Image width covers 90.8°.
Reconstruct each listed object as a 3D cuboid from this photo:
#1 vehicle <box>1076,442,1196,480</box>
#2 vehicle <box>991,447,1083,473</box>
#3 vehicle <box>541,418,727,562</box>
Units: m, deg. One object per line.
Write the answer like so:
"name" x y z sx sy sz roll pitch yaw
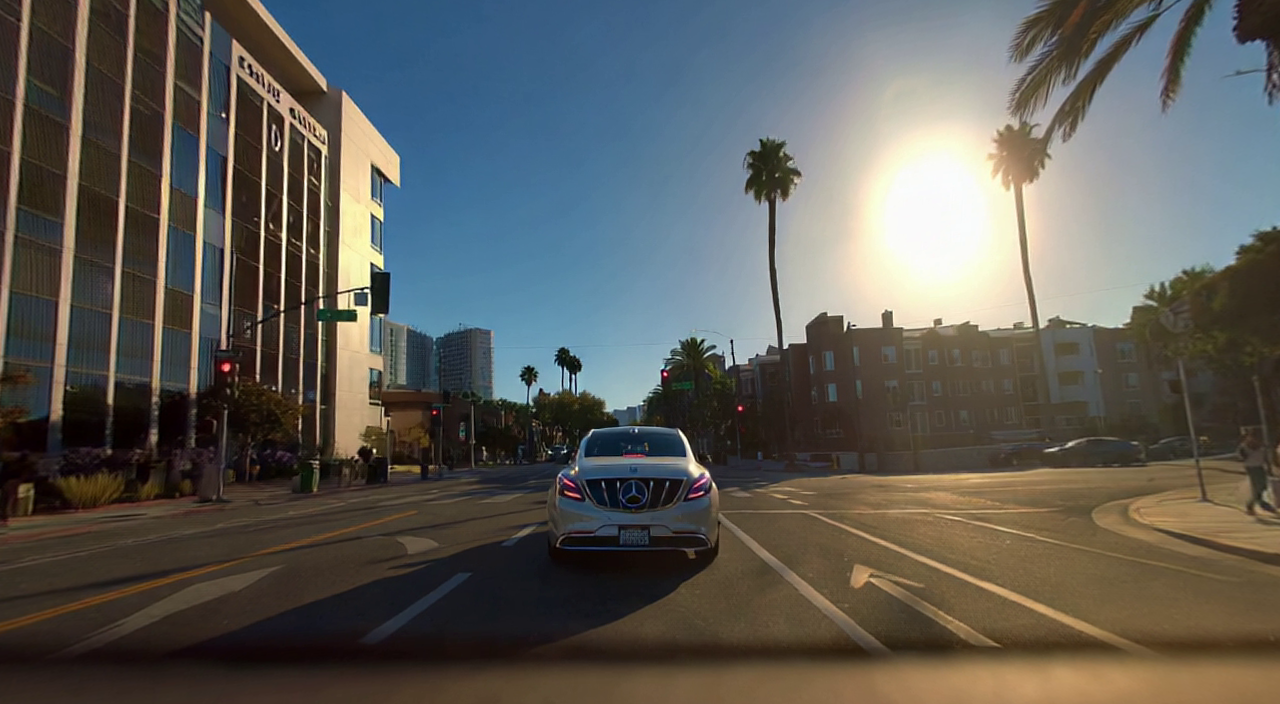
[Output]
"vehicle" 22.154 4.839 28.258 4.118 1.593 2.004 2 -9 -14
"vehicle" 24.227 6.591 38.682 4.417 1.462 1.761 0 -8 -1
"vehicle" -0.073 1.874 9.238 2.144 1.643 3.770 0 -8 0
